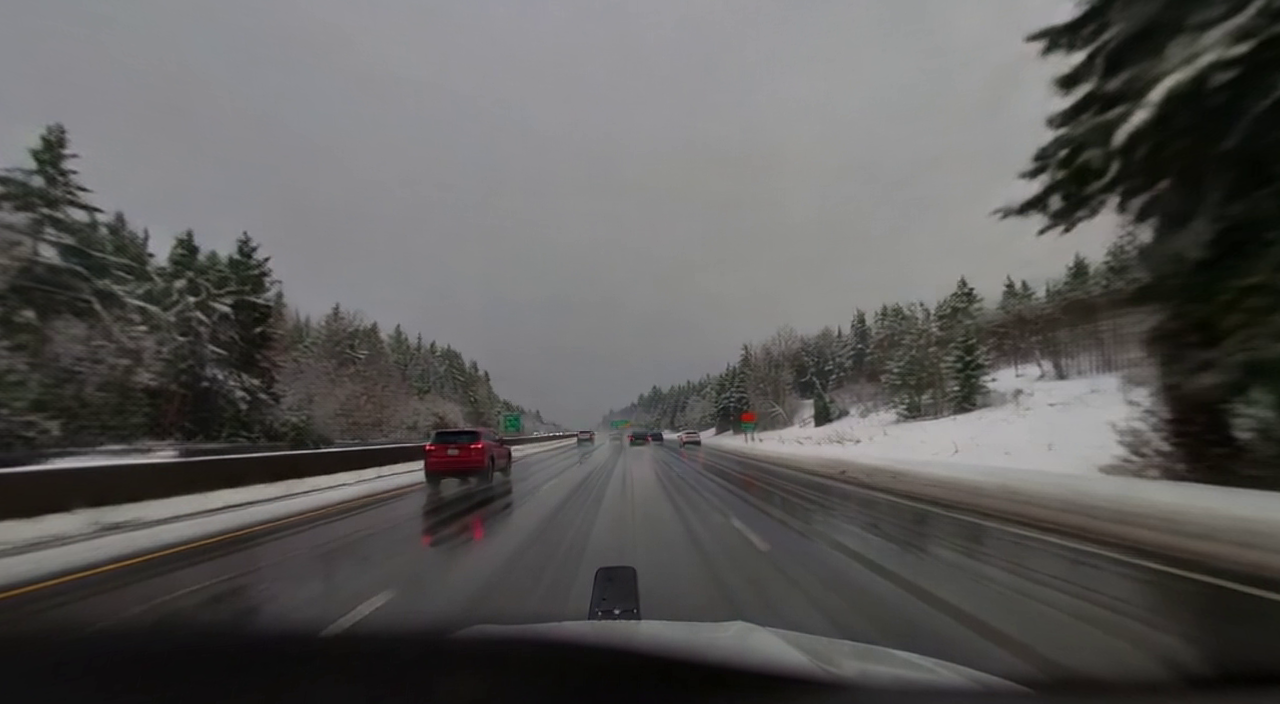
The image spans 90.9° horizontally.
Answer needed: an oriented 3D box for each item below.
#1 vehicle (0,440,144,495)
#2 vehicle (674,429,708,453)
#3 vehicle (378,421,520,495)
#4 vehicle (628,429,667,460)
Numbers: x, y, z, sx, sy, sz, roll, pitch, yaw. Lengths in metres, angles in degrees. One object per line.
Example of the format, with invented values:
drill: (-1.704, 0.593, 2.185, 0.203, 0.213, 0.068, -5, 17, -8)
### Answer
vehicle: (-17.207, 3.384, 18.857, 1.747, 1.428, 3.719, 0, -7, -1)
vehicle: (3.399, 6.022, 42.755, 1.841, 1.491, 3.869, 0, -7, -2)
vehicle: (-4.417, 2.510, 15.481, 2.023, 1.512, 4.804, 0, -7, 0)
vehicle: (0.367, 4.588, 31.517, 1.869, 1.466, 3.356, 0, -7, 1)
